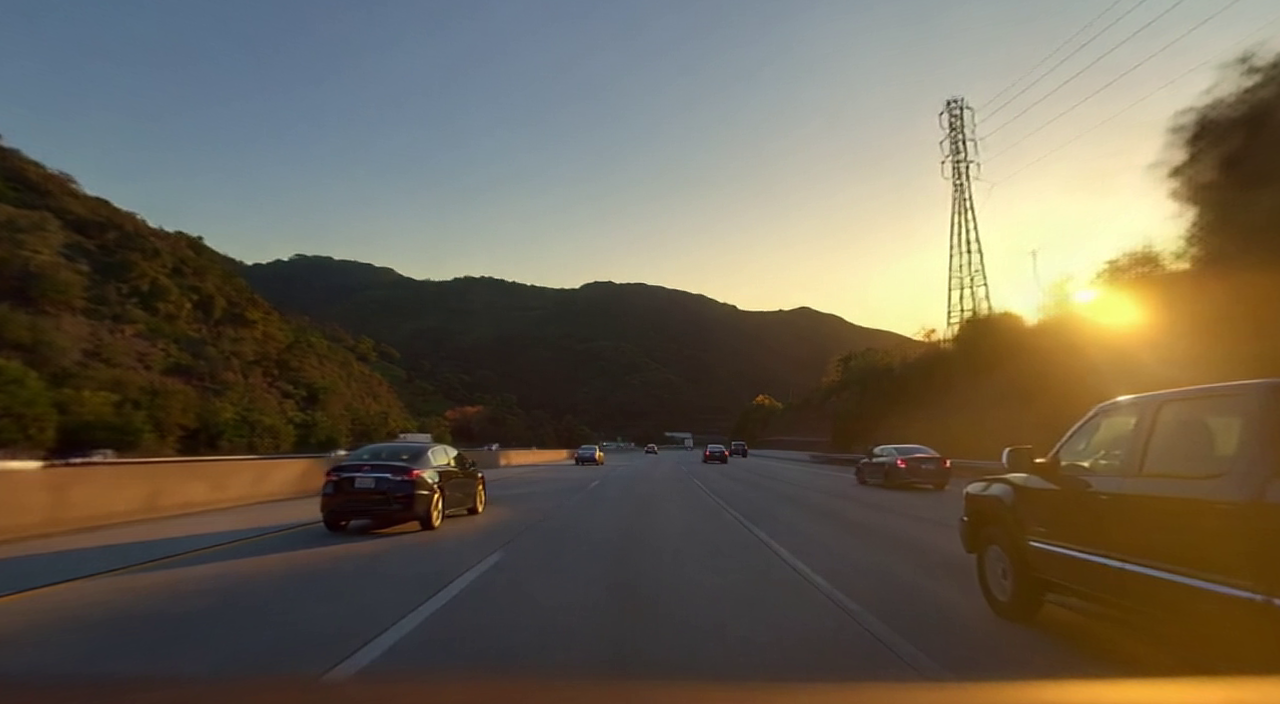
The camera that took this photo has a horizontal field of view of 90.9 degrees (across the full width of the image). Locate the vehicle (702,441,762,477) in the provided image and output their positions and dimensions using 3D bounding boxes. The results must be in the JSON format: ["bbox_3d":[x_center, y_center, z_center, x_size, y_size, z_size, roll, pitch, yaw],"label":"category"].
[{"bbox_3d":[4.040,4.777,28.401,2.046,1.471,4.333,0,-9,0],"label":"vehicle"}]

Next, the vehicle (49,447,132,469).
[{"bbox_3d":[-41.134,7.937,47.347,1.843,1.548,4.804,0,-9,1],"label":"vehicle"}]

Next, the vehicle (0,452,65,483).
[{"bbox_3d":[-32.570,5.926,32.428,1.717,1.467,4.403,0,-8,2],"label":"vehicle"}]

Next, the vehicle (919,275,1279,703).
[{"bbox_3d":[3.462,0.742,2.780,2.098,1.925,5.171,0,-9,1],"label":"vehicle"}]

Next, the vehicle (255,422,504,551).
[{"bbox_3d":[-3.845,2.069,10.408,2.113,1.636,4.494,0,-9,1],"label":"vehicle"}]

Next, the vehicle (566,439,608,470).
[{"bbox_3d":[-3.126,6.130,37.857,2.021,1.679,4.310,-1,-9,2],"label":"vehicle"}]

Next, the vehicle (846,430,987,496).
[{"bbox_3d":[7.594,3.092,17.926,1.986,1.633,4.430,0,-9,0],"label":"vehicle"}]
